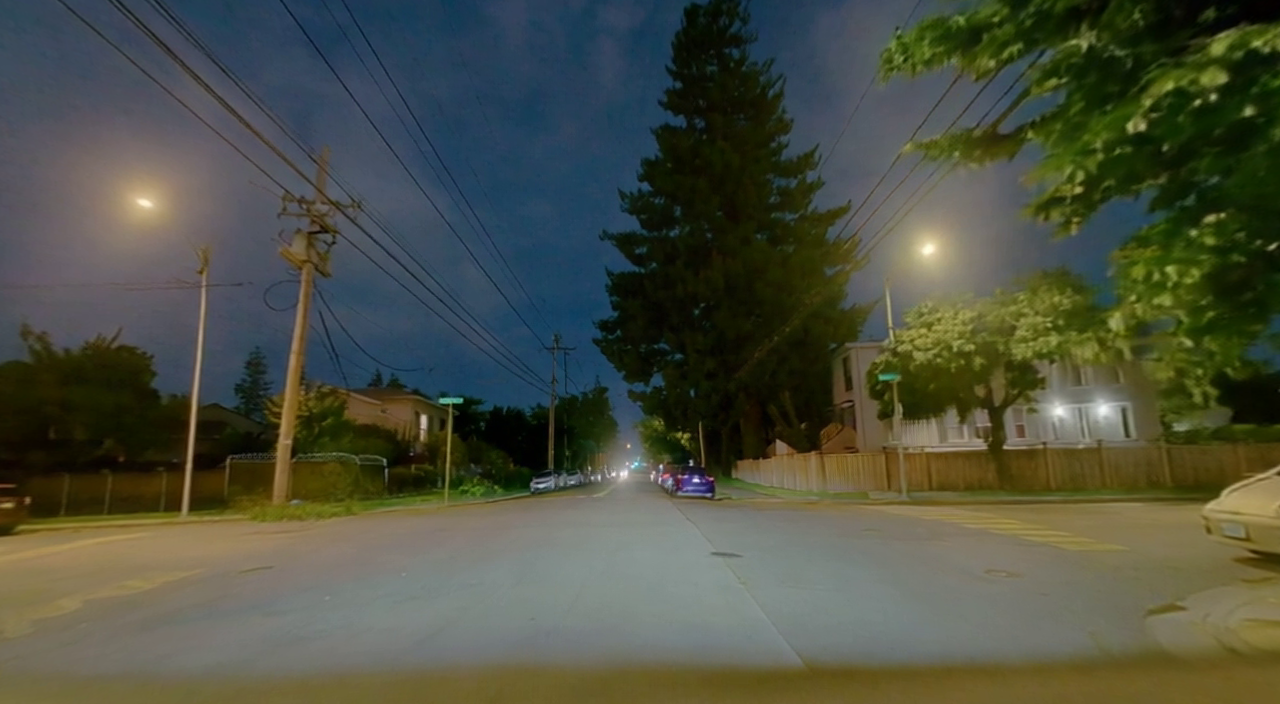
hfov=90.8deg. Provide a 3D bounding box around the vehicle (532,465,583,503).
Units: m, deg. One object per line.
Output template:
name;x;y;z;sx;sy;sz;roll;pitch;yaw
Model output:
vehicle;-4.309;6.951;33.636;2.189;1.771;4.571;0;-10;-1

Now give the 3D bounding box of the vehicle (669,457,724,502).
vehicle;2.582;5.981;30.086;2.051;1.874;4.459;0;-8;-2

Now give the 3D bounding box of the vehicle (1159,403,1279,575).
vehicle;9.695;1.623;7.610;4.677;1.949;2.334;-1;-8;3
